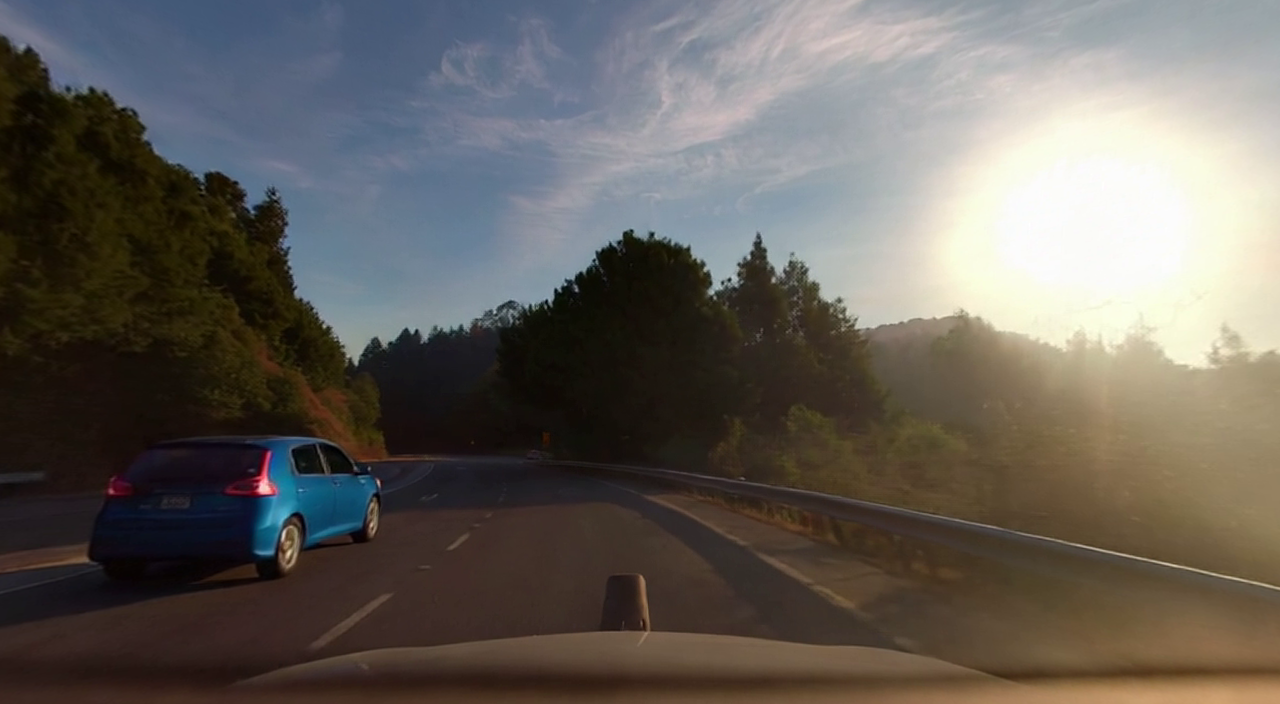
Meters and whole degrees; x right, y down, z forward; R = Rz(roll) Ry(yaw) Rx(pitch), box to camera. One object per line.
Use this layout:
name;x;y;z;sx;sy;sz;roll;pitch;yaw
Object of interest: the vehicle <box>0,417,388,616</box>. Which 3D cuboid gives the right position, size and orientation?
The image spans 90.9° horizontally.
vehicle;-4.698;1.667;7.238;2.078;1.607;3.959;0;-9;-3
